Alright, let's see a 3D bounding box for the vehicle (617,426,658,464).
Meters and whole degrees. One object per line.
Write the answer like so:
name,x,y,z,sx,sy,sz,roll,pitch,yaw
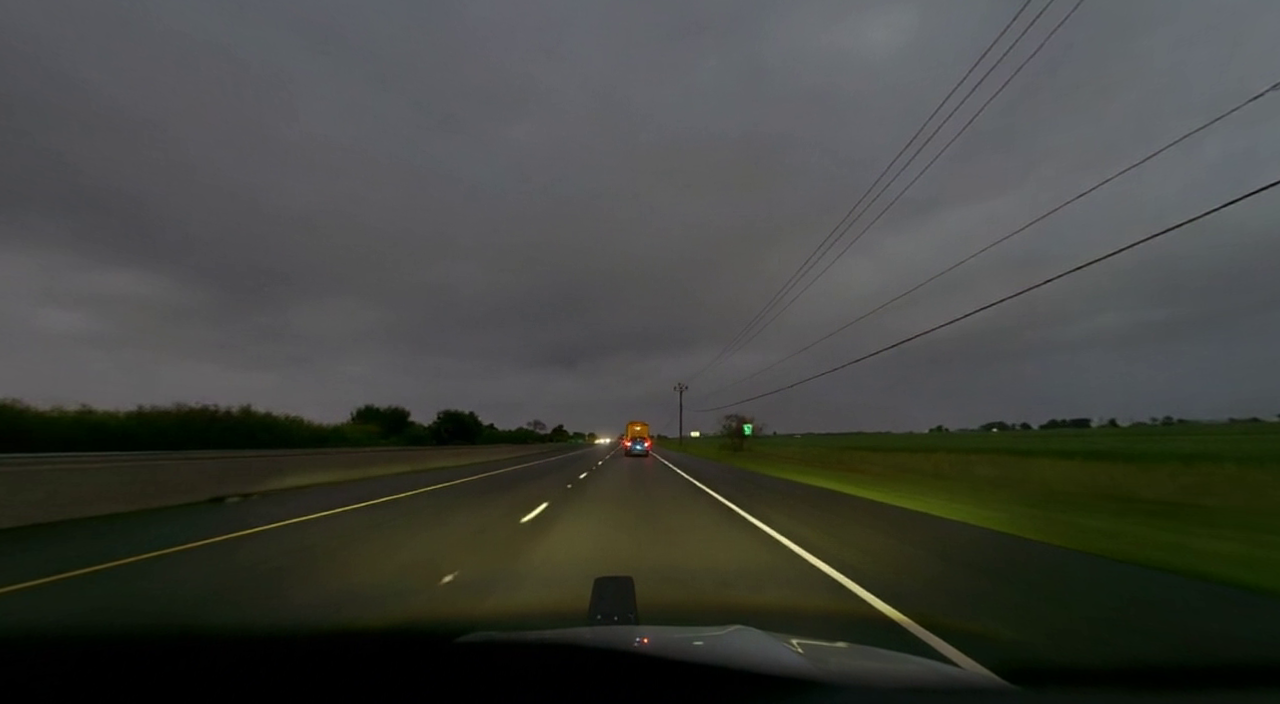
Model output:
vehicle,-0.216,5.544,37.612,2.240,2.129,4.480,0,-8,-2
